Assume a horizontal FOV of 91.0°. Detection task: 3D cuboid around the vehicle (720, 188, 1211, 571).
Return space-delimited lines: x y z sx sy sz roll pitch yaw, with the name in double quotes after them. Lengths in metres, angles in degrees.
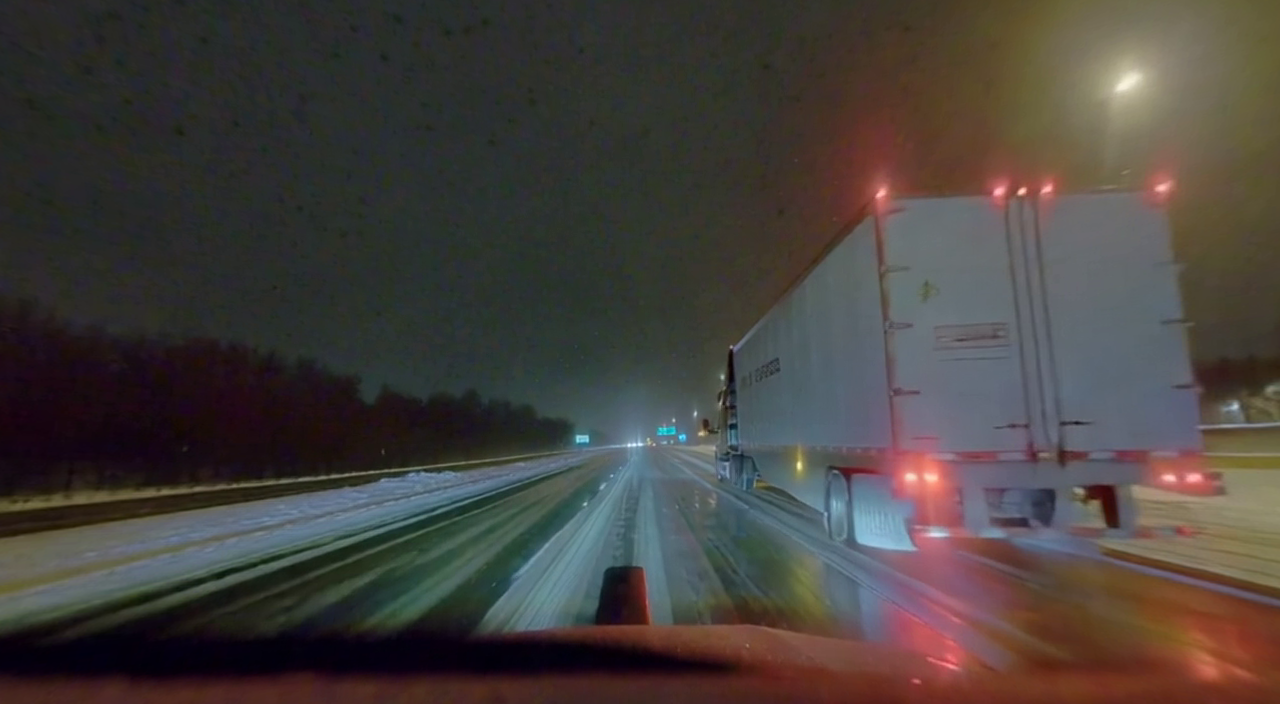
4.392 1.267 14.295 3.187 4.197 15.004 0 -8 0 "vehicle"
